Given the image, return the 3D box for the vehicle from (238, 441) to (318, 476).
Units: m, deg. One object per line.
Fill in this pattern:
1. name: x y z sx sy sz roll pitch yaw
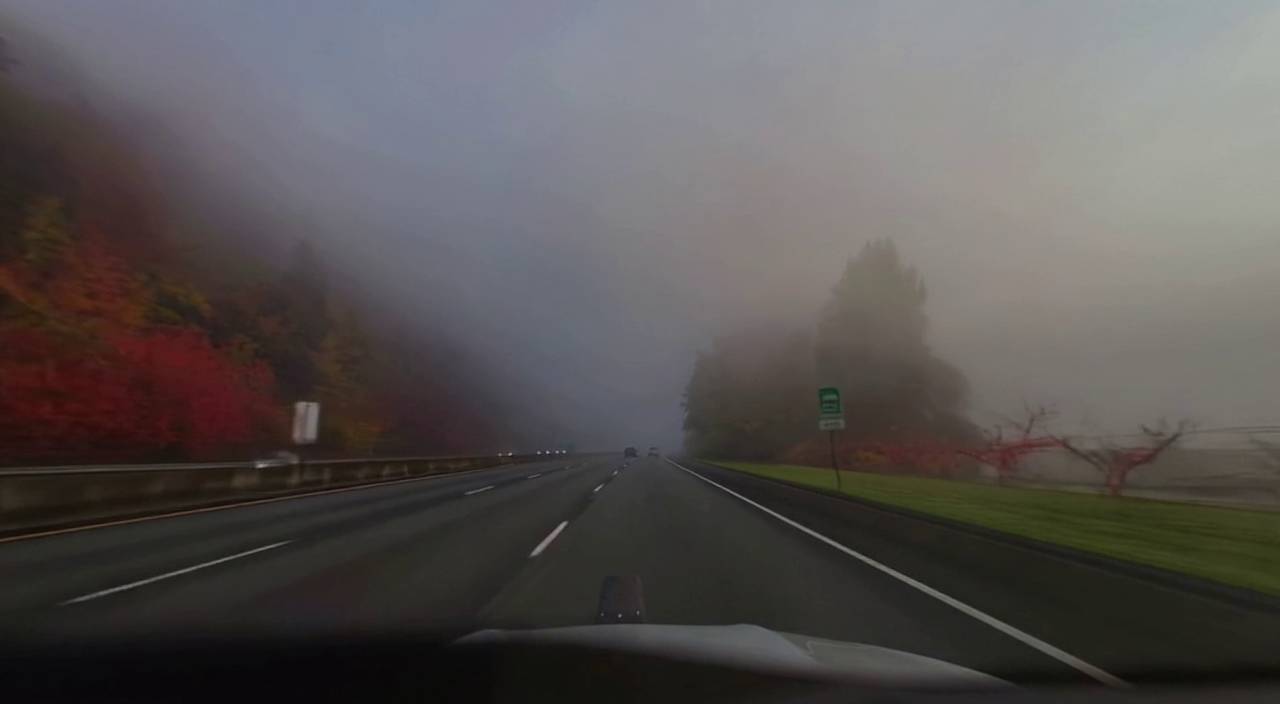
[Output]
1. vehicle: -19.229 5.665 33.490 1.873 1.754 3.936 0 -9 0
